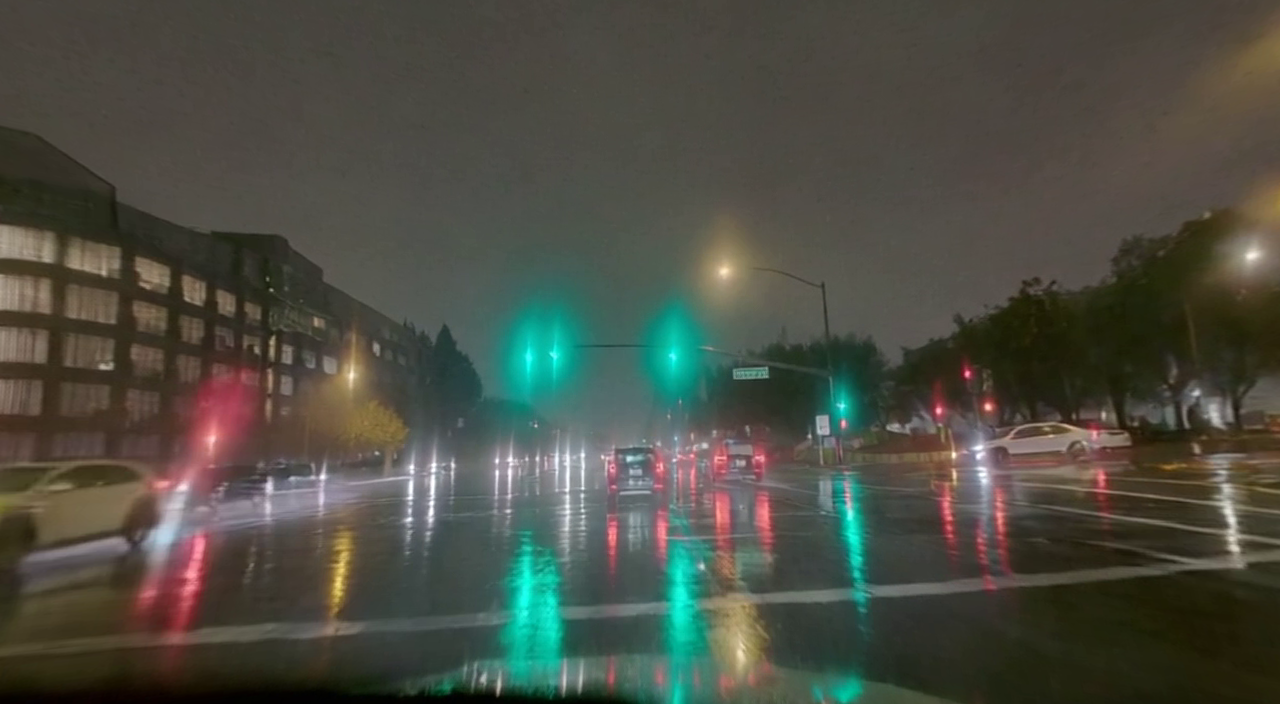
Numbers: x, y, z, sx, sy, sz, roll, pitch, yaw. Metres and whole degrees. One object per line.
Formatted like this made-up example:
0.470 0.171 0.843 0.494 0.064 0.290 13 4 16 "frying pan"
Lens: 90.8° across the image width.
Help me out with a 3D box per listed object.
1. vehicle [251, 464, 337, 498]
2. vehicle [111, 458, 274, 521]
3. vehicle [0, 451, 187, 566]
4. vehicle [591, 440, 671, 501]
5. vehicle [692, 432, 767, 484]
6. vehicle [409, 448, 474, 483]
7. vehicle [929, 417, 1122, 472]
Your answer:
-17.183 6.406 31.639 1.957 1.444 4.306 0 -8 -1 "vehicle"
-14.625 4.474 21.052 2.135 1.741 4.371 0 -8 1 "vehicle"
-11.291 2.783 11.823 2.078 1.795 4.636 0 -8 1 "vehicle"
-0.251 3.294 18.001 2.034 1.500 3.966 0 -8 -1 "vehicle"
3.291 4.006 24.244 2.107 1.773 4.557 0 -8 -1 "vehicle"
-11.035 6.304 35.456 2.102 1.758 4.532 0 -8 1 "vehicle"
15.185 3.718 25.350 6.013 2.030 2.461 -2 -9 12 "vehicle"
